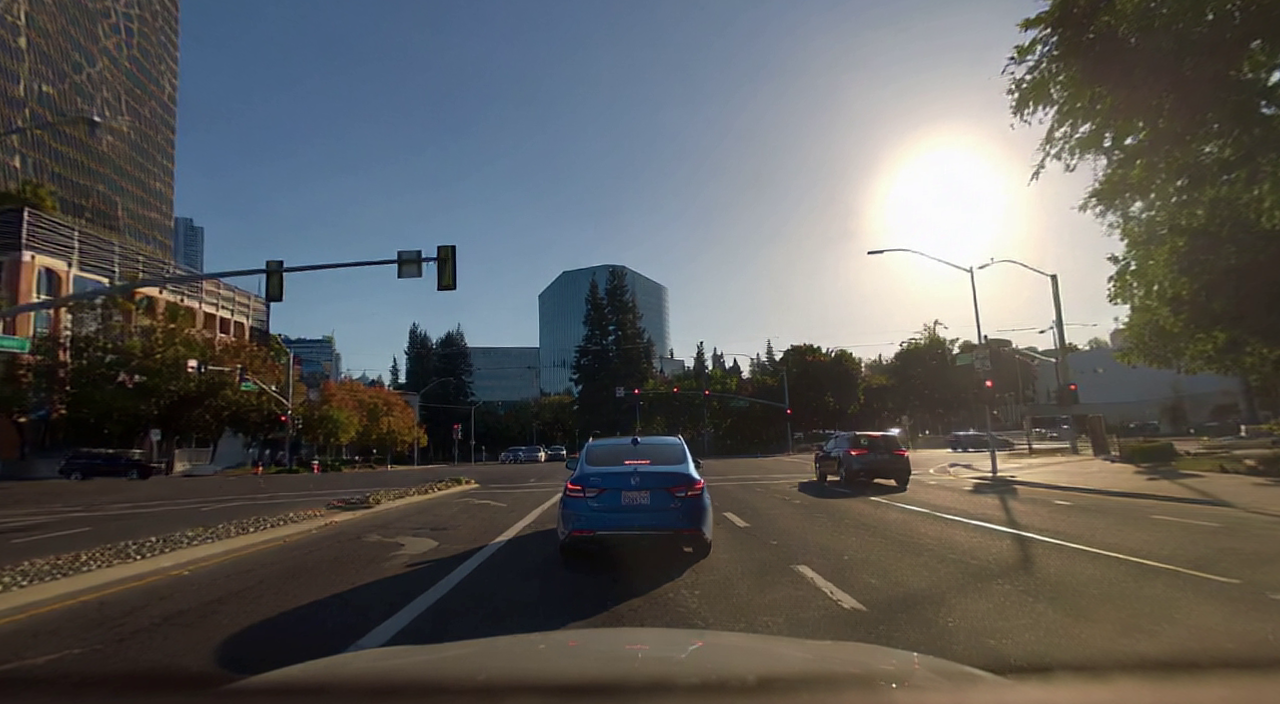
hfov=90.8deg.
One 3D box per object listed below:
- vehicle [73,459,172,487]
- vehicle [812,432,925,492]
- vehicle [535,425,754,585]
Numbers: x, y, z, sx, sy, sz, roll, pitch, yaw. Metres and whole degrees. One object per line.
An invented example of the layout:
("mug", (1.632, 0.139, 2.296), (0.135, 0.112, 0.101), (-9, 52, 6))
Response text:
("vehicle", (-32.377, 7.556, 39.649), (4.401, 1.625, 1.863), (0, -8, -4))
("vehicle", (7.060, 3.440, 20.073), (2.039, 1.692, 4.319), (0, -8, 1))
("vehicle", (-0.014, 1.763, 8.145), (2.070, 1.488, 4.206), (0, -8, -2))
